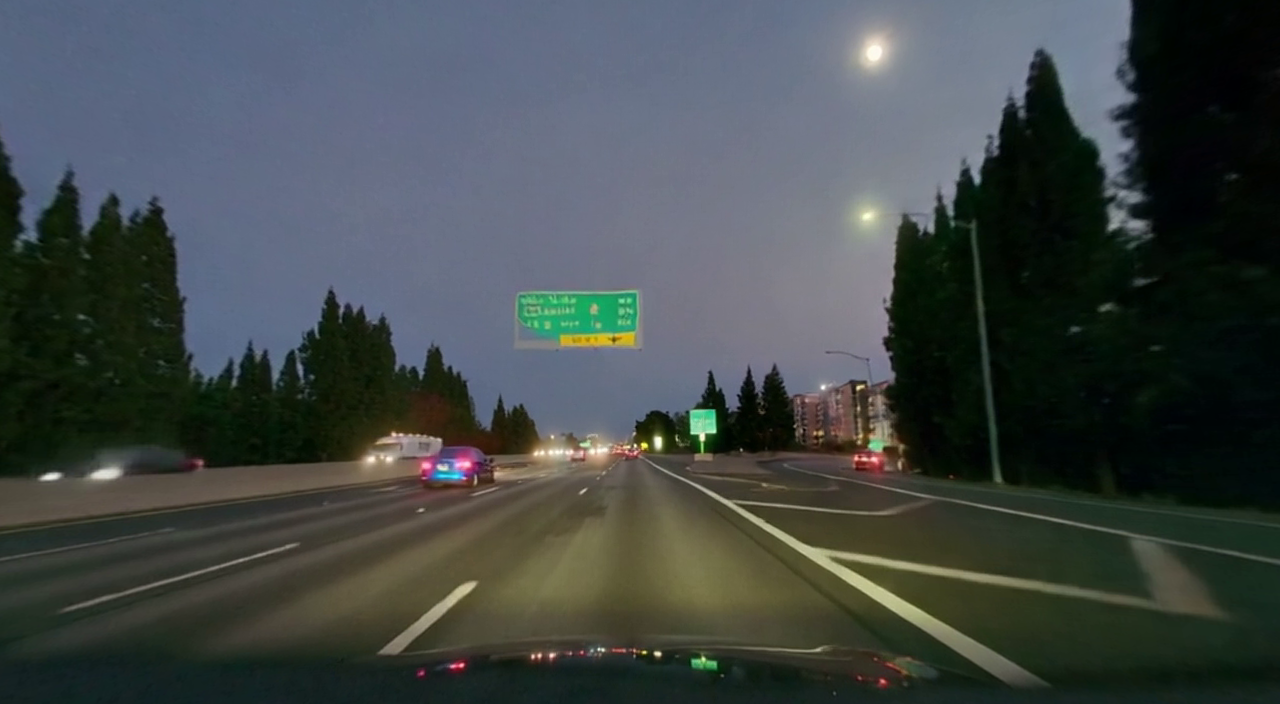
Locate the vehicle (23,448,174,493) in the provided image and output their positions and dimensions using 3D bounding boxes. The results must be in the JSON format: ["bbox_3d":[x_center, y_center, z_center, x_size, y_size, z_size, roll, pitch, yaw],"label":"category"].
[{"bbox_3d":[-22.437,4.885,26.500,2.100,1.681,4.761,0,-9,-1],"label":"vehicle"}]

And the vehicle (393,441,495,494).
[{"bbox_3d":[-6.716,3.998,22.247,2.016,1.606,4.806,0,-9,0],"label":"vehicle"}]
